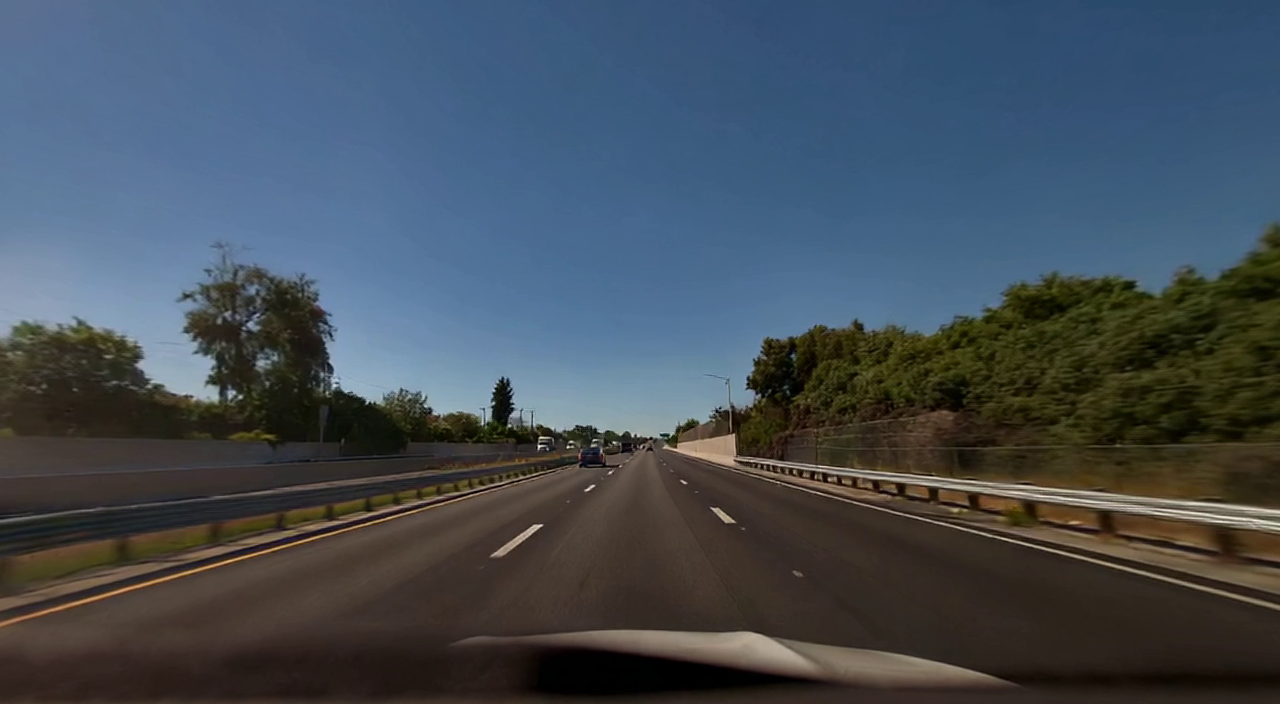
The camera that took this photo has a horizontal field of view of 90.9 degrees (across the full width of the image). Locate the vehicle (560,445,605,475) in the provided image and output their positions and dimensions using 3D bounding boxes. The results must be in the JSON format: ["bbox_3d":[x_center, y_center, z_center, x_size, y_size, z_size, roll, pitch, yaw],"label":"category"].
[{"bbox_3d":[-3.003,5.774,33.915,1.991,1.473,4.707,0,-9,0],"label":"vehicle"}]
